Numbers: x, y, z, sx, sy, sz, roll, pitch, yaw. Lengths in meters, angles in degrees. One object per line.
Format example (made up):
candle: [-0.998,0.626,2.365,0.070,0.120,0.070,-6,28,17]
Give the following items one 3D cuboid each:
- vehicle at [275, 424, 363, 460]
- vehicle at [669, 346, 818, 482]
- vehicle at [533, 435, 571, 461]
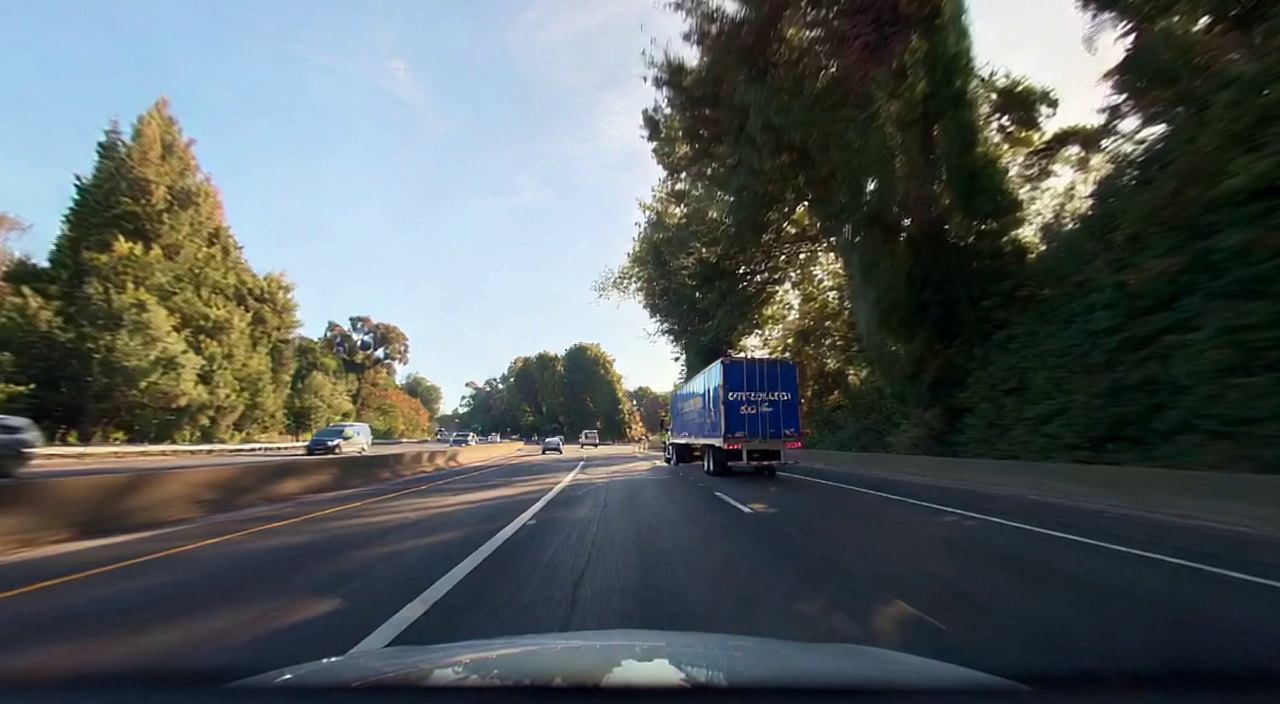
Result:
vehicle: [-15.723,4.436,31.170,2.130,1.667,4.524,0,-8,-2]
vehicle: [3.438,2.799,26.040,2.910,4.051,14.278,0,-8,-3]
vehicle: [-5.516,6.049,39.900,2.030,1.547,3.862,0,-8,-3]
